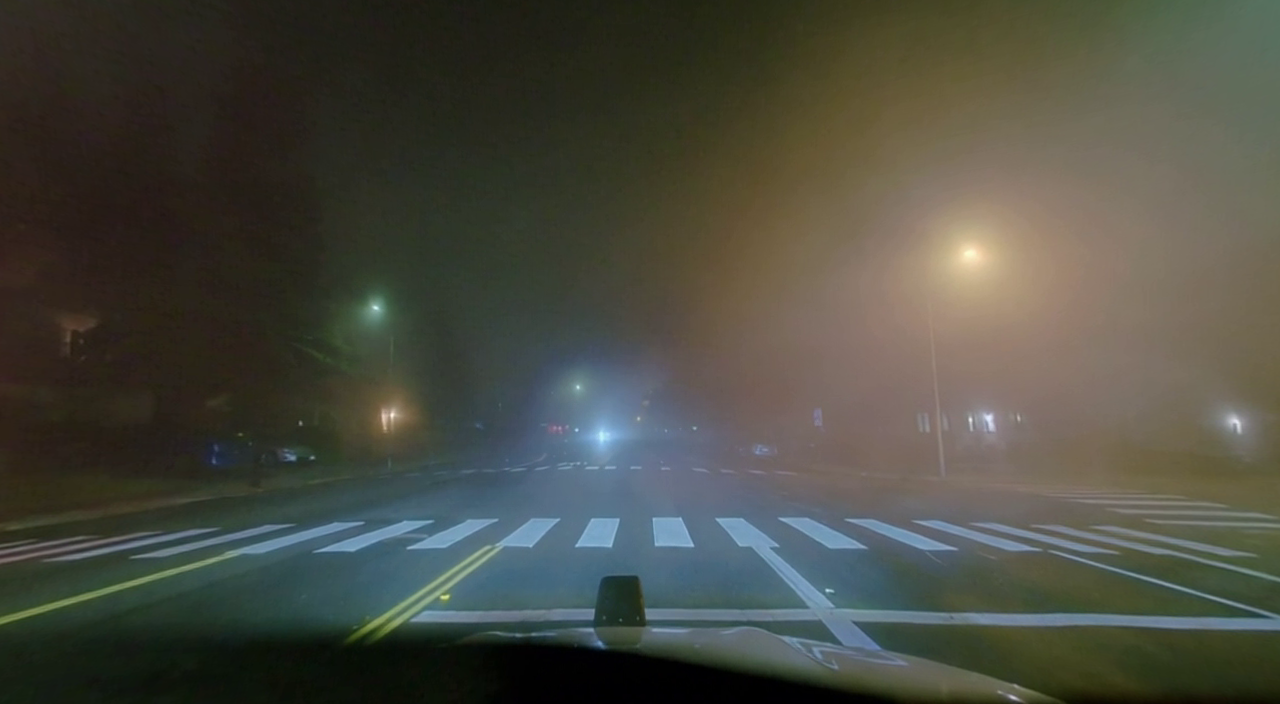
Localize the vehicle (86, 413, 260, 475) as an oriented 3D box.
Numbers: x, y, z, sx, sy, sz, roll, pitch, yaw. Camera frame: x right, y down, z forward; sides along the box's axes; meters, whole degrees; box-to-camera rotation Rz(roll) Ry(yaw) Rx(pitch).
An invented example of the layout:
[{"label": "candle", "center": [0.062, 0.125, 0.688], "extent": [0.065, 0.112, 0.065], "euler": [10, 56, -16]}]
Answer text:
[{"label": "vehicle", "center": [-17.942, 3.557, 24.511], "extent": [4.800, 2.259, 2.303], "euler": [0, -9, 0]}]

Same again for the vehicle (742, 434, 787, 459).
[{"label": "vehicle", "center": [8.008, 6.129, 40.954], "extent": [2.029, 1.554, 4.705], "euler": [0, -9, 1]}]

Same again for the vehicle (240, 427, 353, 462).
[{"label": "vehicle", "center": [-17.958, 4.869, 33.181], "extent": [4.743, 1.734, 1.994], "euler": [0, -9, 0]}]
